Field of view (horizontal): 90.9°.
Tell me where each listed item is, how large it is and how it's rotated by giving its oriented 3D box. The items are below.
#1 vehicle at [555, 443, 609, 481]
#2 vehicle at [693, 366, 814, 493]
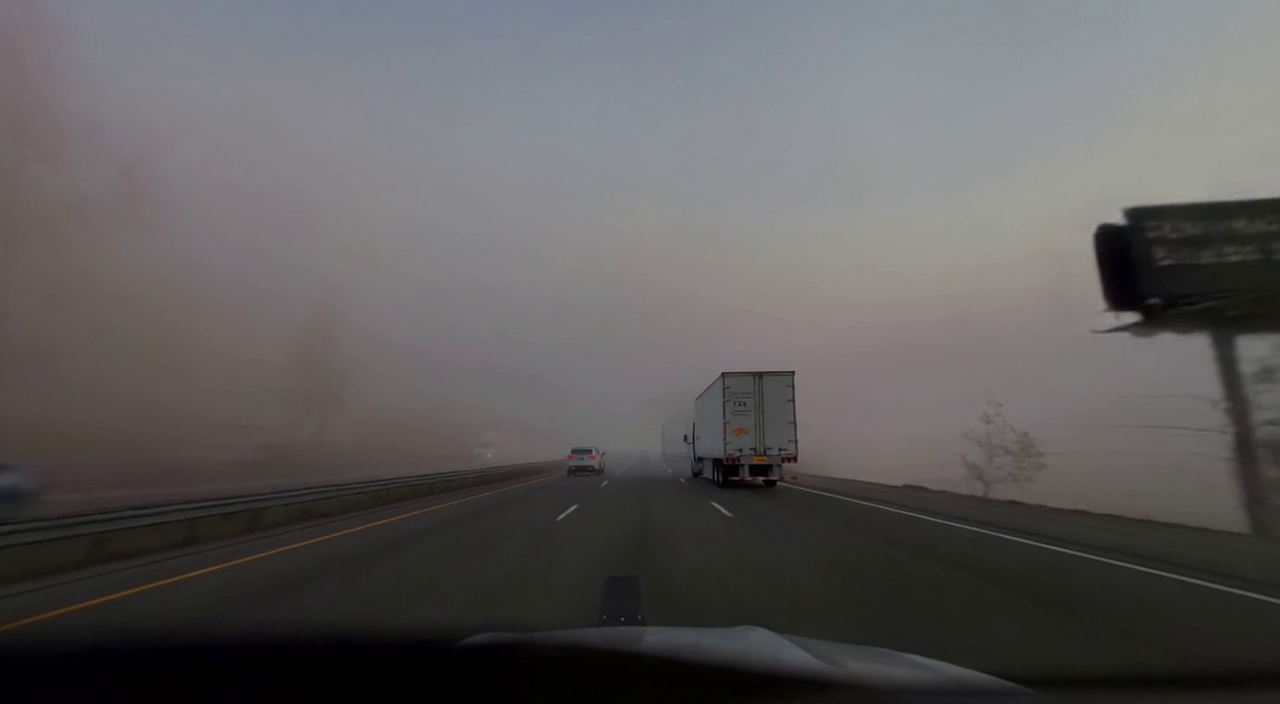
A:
[{"bbox_3d":[-2.923,5.695,32.883,2.291,1.788,4.825,0,-9,1],"label":"vehicle"},{"bbox_3d":[4.433,3.685,28.460,2.826,4.269,14.176,0,-9,0],"label":"vehicle"}]
